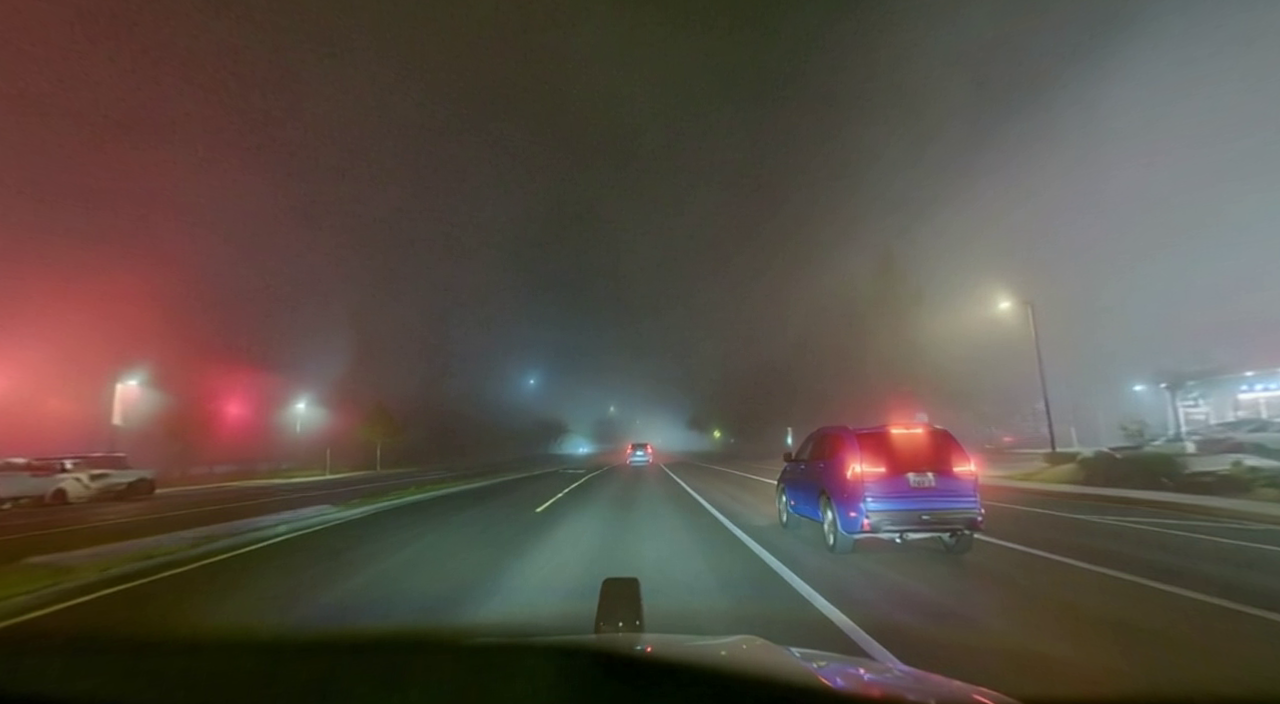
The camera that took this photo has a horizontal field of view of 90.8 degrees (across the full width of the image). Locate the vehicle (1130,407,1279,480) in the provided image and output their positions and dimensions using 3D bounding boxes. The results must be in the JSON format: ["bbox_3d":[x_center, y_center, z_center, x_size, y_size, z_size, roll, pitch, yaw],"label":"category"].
[{"bbox_3d":[19.310,2.844,20.162,5.704,2.047,2.413,-1,-9,-11],"label":"vehicle"}]

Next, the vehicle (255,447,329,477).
[{"bbox_3d":[-25.475,8.058,46.203,5.851,1.918,2.142,-8,-9,32],"label":"vehicle"}]

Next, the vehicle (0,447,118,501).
[{"bbox_3d":[-25.457,5.074,26.128,5.437,1.926,2.310,-1,-8,-16],"label":"vehicle"}]

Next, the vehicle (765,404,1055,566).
[{"bbox_3d":[3.307,1.735,8.975,2.110,1.698,4.397,0,-8,-1],"label":"vehicle"}]

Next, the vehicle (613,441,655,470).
[{"bbox_3d":[-0.301,5.619,34.477,2.126,1.475,3.967,0,-8,0],"label":"vehicle"}]
